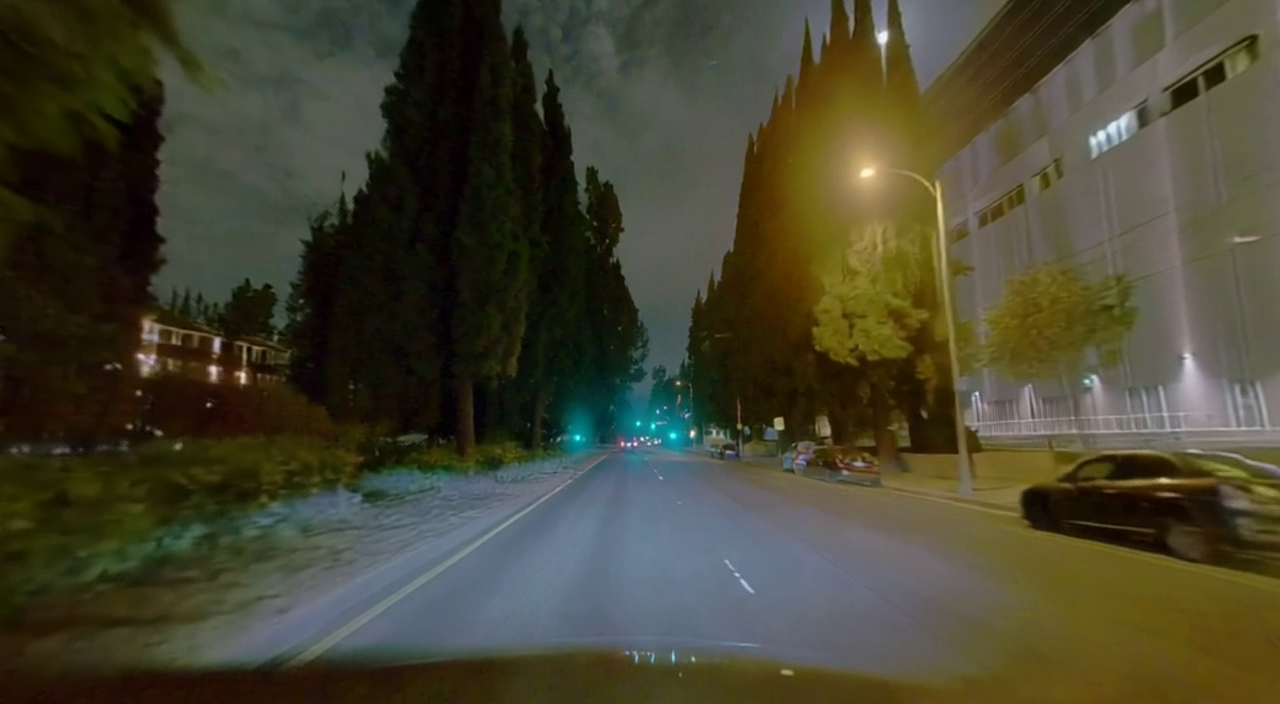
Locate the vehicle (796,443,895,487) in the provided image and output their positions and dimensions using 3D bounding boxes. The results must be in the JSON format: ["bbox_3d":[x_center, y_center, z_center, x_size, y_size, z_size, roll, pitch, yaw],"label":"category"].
[{"bbox_3d":[7.378,4.084,23.254,2.024,1.447,4.665,0,-8,0],"label":"vehicle"}]

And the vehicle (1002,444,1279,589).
[{"bbox_3d":[7.431,2.016,8.777,1.991,1.446,4.685,0,-8,-1],"label":"vehicle"}]
